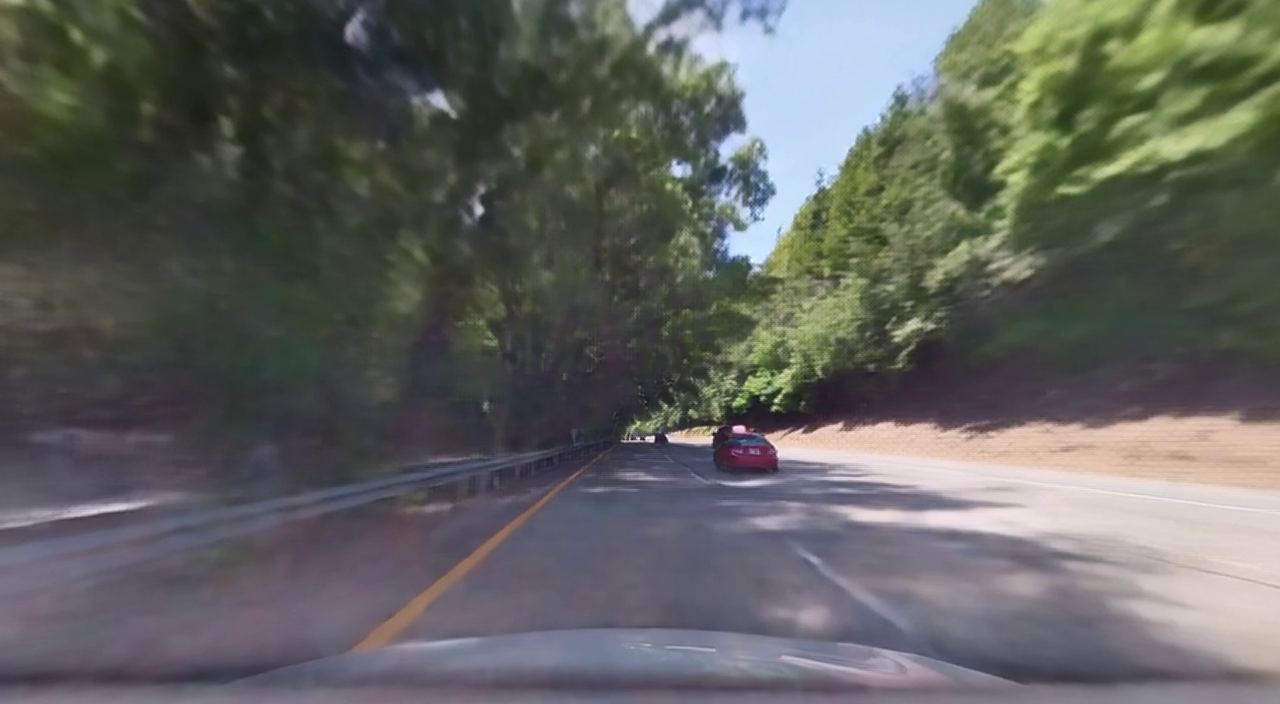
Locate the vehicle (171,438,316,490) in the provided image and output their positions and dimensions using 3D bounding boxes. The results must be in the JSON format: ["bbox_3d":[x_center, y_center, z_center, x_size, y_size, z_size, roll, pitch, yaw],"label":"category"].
[{"bbox_3d":[-13.843,3.895,22.457,2.019,1.603,4.890,0,-8,-1],"label":"vehicle"}]

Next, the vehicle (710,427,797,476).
[{"bbox_3d":[3.761,3.386,21.767,2.017,1.502,4.369,0,-8,-2],"label":"vehicle"}]
